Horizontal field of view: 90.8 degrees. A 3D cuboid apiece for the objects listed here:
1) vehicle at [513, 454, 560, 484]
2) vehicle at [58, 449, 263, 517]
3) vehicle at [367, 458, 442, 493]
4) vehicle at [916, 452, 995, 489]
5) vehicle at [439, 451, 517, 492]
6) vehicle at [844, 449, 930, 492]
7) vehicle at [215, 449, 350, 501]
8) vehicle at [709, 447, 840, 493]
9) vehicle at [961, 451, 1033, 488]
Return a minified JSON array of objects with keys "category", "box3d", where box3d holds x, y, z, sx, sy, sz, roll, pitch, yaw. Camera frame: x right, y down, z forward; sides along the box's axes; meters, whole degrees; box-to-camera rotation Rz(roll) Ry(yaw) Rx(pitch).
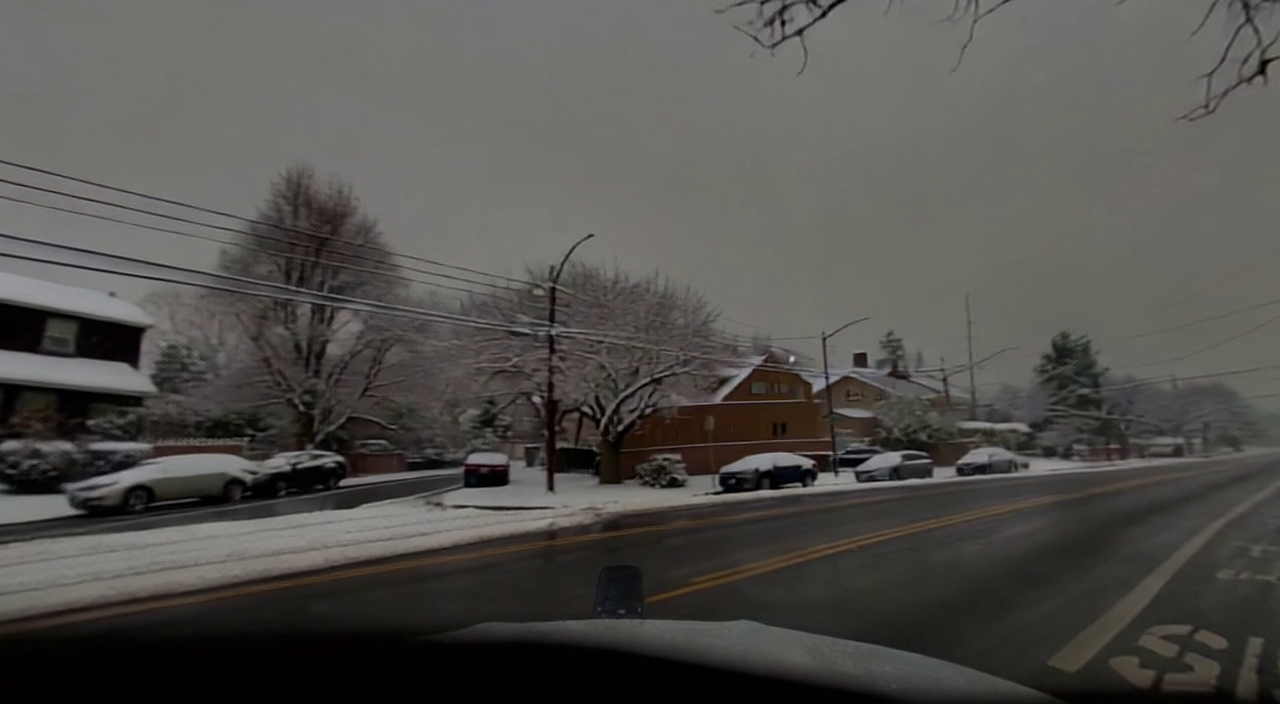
[{"category":"vehicle","box3d":[-6.320,7.186,39.006,1.989,1.683,3.918,-1,-8,4]},{"category":"vehicle","box3d":[-15.400,4.165,20.896,2.152,1.877,5.701,-1,-8,2]},{"category":"vehicle","box3d":[-14.555,7.635,39.416,2.287,1.830,5.343,-1,-8,4]},{"category":"vehicle","box3d":[17.781,6.598,35.510,5.499,1.837,2.089,8,-11,-43]},{"category":"vehicle","box3d":[-7.043,5.218,28.022,1.981,1.579,4.446,-1,-8,4]},{"category":"vehicle","box3d":[11.720,5.515,29.857,4.414,1.837,1.937,7,-11,-42]},{"category":"vehicle","box3d":[-15.067,5.180,27.176,2.283,1.909,5.692,-1,-8,2]},{"category":"vehicle","box3d":[5.187,4.564,23.988,5.197,1.431,2.136,12,-18,-41]},{"category":"vehicle","box3d":[22.343,7.231,39.448,5.738,2.060,2.282,8,-12,-44]}]
